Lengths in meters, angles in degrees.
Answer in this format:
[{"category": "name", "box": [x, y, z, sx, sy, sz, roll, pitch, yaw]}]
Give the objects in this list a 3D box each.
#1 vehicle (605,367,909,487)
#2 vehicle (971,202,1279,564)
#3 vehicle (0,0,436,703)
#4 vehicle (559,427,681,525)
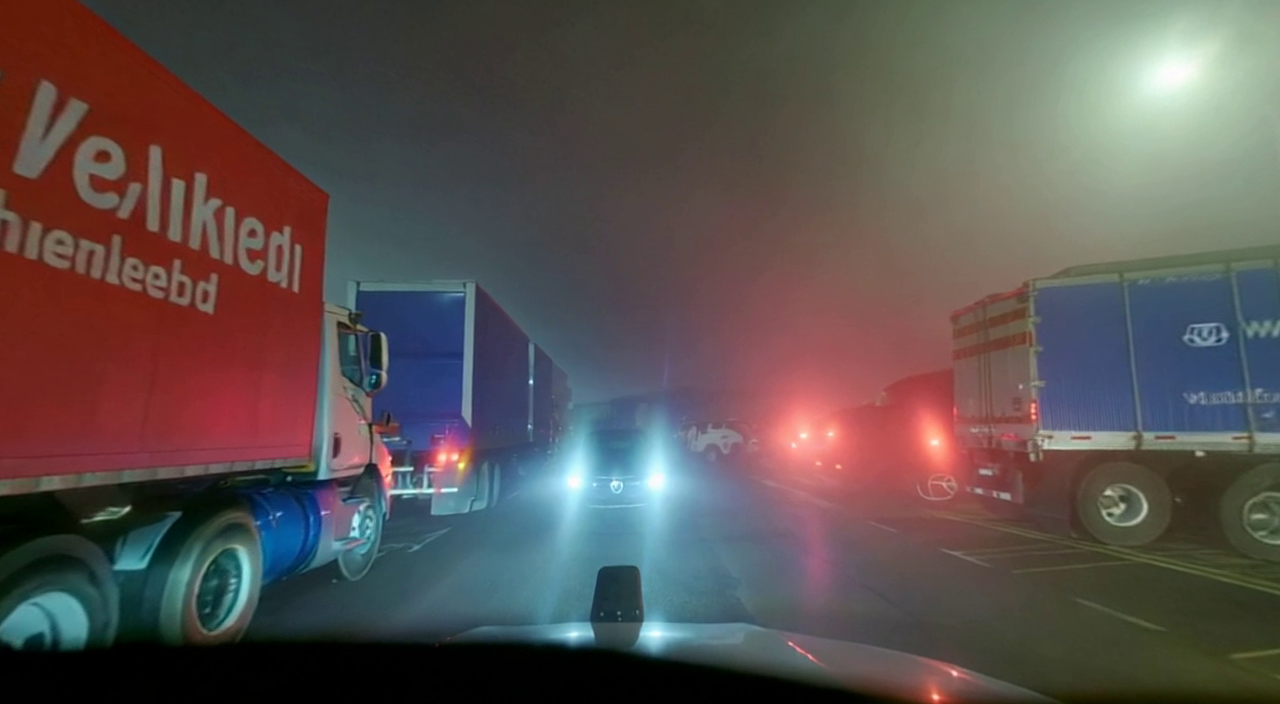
[{"category": "vehicle", "box": [4.095, 3.442, 28.032, 2.877, 4.124, 14.516, 3, -9, -41]}, {"category": "vehicle", "box": [11.149, 0.062, 5.887, 13.564, 4.152, 3.110, -9, -12, 42]}, {"category": "vehicle", "box": [-3.986, 0.234, 3.198, 2.986, 3.391, 9.523, 0, -9, -2]}, {"category": "vehicle", "box": [-0.370, 2.484, 13.050, 2.140, 1.682, 3.971, 0, -9, 0]}]
